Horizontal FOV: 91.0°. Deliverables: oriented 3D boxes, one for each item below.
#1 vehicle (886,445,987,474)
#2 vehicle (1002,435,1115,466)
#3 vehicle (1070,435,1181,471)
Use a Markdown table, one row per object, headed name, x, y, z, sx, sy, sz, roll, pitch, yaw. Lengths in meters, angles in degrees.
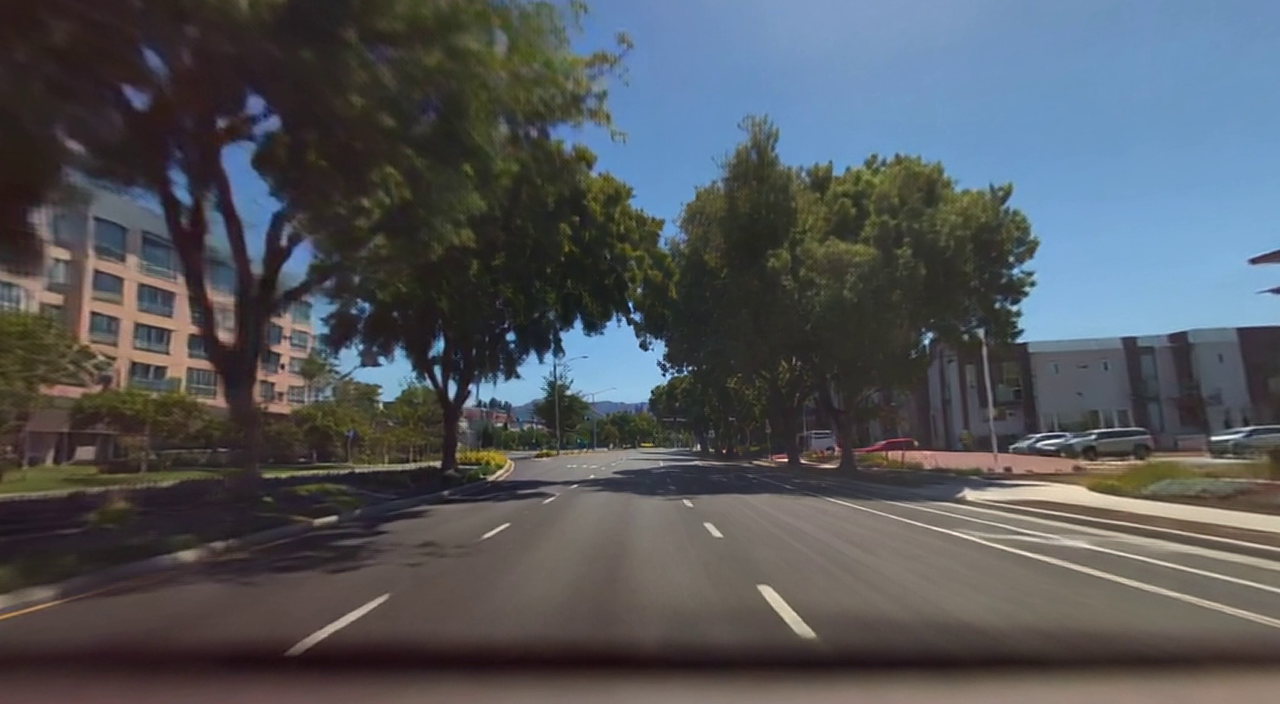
| name | x | y | z | sx | sy | sz | roll | pitch | yaw |
| --- | --- | --- | --- | --- | --- | --- | --- | --- | --- |
| vehicle | 15.613 | 5.678 | 33.374 | 4.331 | 1.469 | 2.008 | -1 | -9 | 3 |
| vehicle | 27.201 | 6.413 | 41.093 | 5.663 | 1.895 | 2.229 | -1 | -8 | 3 |
| vehicle | 27.731 | 5.766 | 36.059 | 4.627 | 1.659 | 1.882 | -4 | -7 | 1 |
